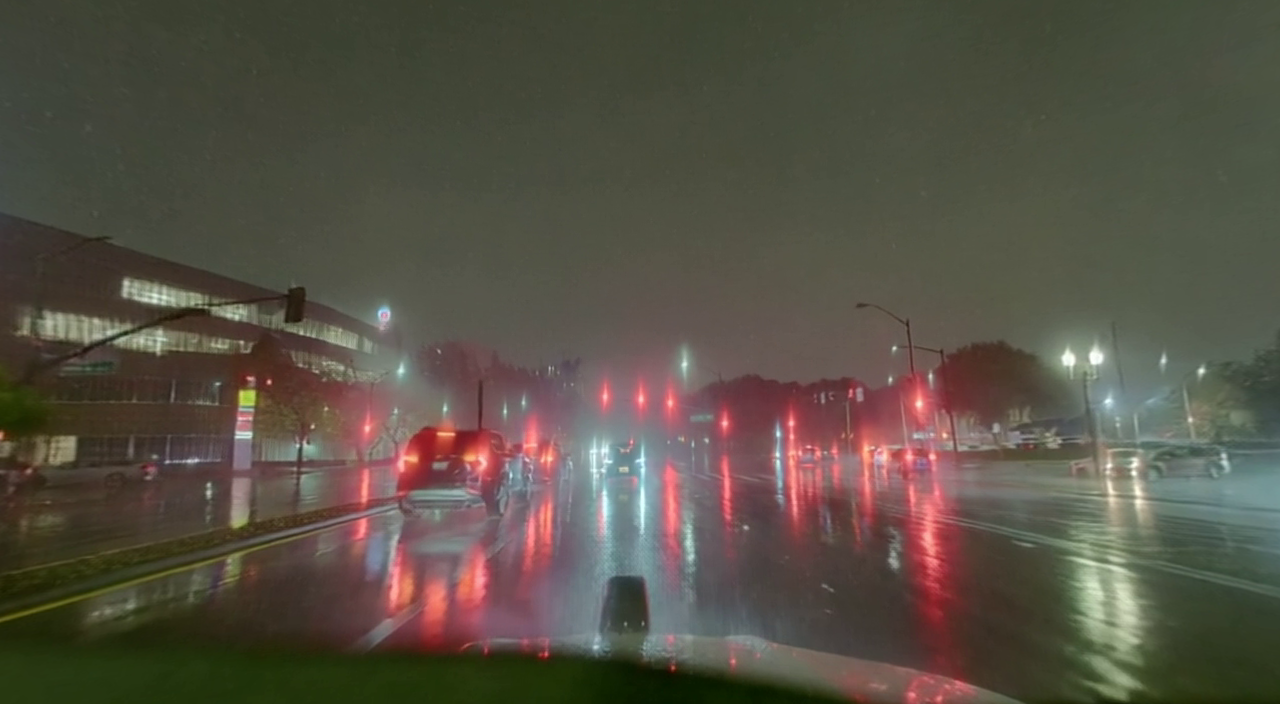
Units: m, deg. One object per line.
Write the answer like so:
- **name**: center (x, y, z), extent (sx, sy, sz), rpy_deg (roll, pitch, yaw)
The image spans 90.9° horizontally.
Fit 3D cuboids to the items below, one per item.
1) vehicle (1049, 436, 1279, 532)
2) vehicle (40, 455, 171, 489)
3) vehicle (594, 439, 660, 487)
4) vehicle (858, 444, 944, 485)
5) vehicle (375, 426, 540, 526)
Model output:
- **vehicle**: center (10.251, 2.376, 12.030), extent (1.936, 1.474, 4.331), rpy_deg (0, -8, 0)
- **vehicle**: center (-26.724, 5.981, 31.744), extent (4.687, 1.482, 1.914), rpy_deg (5, -10, -30)
- **vehicle**: center (-0.457, 3.801, 21.918), extent (2.059, 1.477, 3.988), rpy_deg (0, -8, -1)
- **vehicle**: center (10.970, 4.720, 26.798), extent (1.935, 1.435, 4.141), rpy_deg (3, -8, 1)
- **vehicle**: center (-3.497, 2.465, 13.133), extent (2.057, 1.678, 4.639), rpy_deg (0, -8, 0)
